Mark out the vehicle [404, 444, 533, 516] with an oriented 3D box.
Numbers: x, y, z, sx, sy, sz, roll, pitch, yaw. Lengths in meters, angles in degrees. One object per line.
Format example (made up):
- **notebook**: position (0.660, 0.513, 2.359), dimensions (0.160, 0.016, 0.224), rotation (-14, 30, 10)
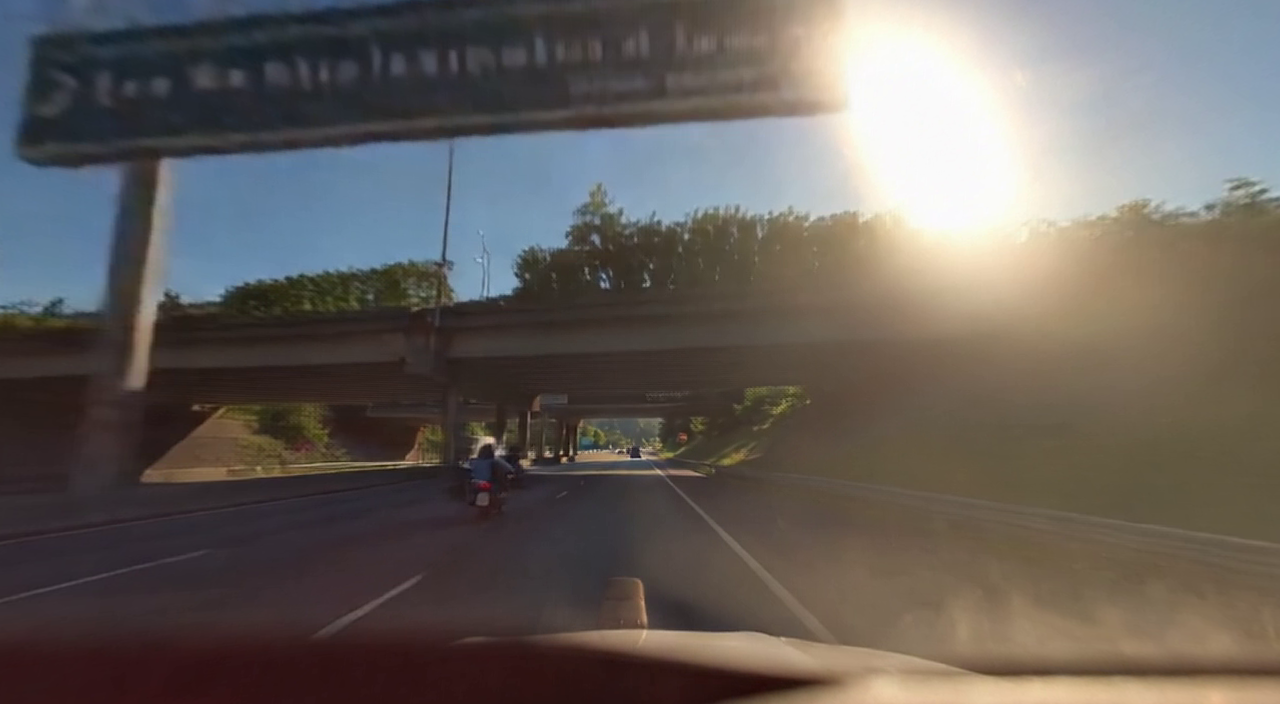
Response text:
- **vehicle**: position (-3.992, 3.048, 15.502), dimensions (1.992, 1.504, 4.117), rotation (0, -9, 0)
